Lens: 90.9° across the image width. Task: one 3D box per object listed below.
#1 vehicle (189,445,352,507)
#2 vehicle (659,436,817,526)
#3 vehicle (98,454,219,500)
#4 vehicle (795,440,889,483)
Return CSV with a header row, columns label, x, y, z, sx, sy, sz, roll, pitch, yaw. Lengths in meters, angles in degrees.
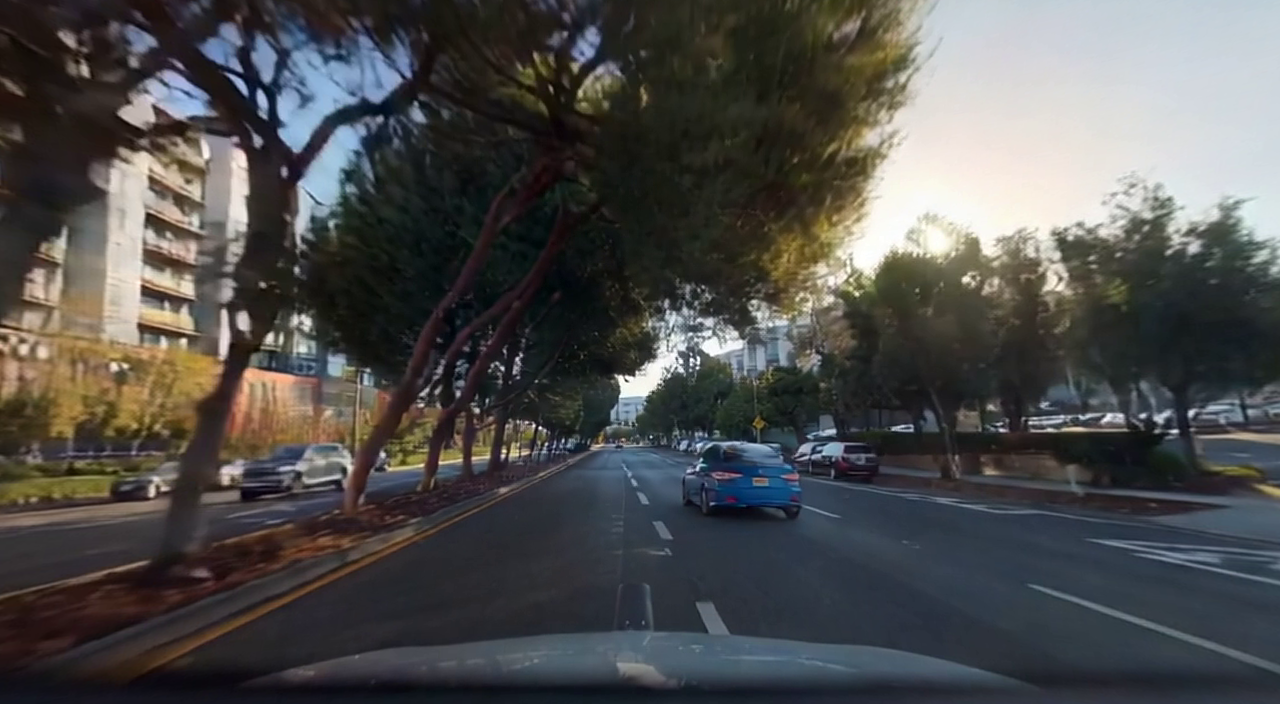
label,x,y,z,sx,sy,sz,roll,pitch,yaw
vehicle,-10.207,3.410,17.947,1.990,1.496,4.598,0,-8,-2
vehicle,1.672,2.434,12.552,2.141,1.443,4.499,0,-8,-4
vehicle,-20.854,5.371,27.579,1.888,1.751,4.526,0,-8,-4
vehicle,7.800,4.260,24.821,2.017,1.516,4.393,0,-8,-3
